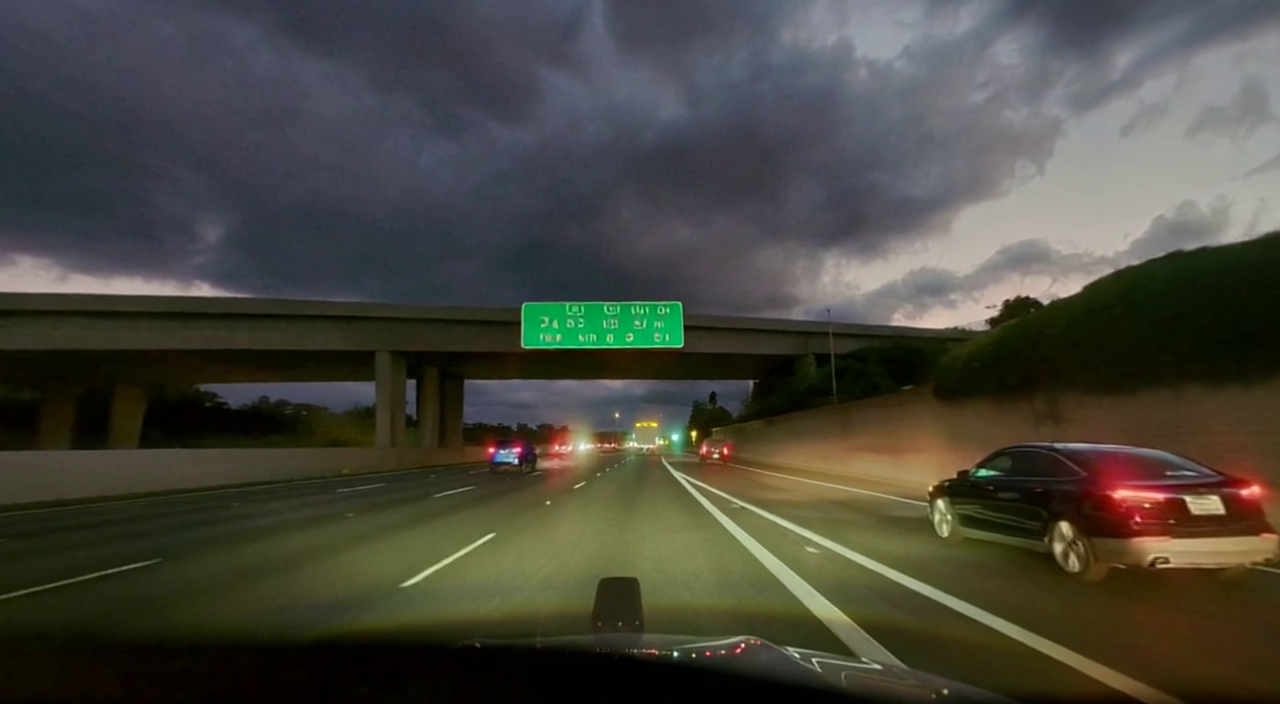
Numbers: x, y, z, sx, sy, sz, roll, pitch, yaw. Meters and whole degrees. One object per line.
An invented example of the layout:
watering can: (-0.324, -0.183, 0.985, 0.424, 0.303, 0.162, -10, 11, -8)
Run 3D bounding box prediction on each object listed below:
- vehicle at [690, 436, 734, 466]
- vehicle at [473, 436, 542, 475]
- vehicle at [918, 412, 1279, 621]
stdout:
vehicle: (4.793, 6.674, 42.619, 2.220, 1.898, 4.752, 0, -9, -2)
vehicle: (-6.325, 5.027, 30.745, 2.179, 1.753, 4.999, 0, -9, 1)
vehicle: (5.213, 1.554, 6.977, 2.075, 1.510, 4.569, 0, -9, -2)
